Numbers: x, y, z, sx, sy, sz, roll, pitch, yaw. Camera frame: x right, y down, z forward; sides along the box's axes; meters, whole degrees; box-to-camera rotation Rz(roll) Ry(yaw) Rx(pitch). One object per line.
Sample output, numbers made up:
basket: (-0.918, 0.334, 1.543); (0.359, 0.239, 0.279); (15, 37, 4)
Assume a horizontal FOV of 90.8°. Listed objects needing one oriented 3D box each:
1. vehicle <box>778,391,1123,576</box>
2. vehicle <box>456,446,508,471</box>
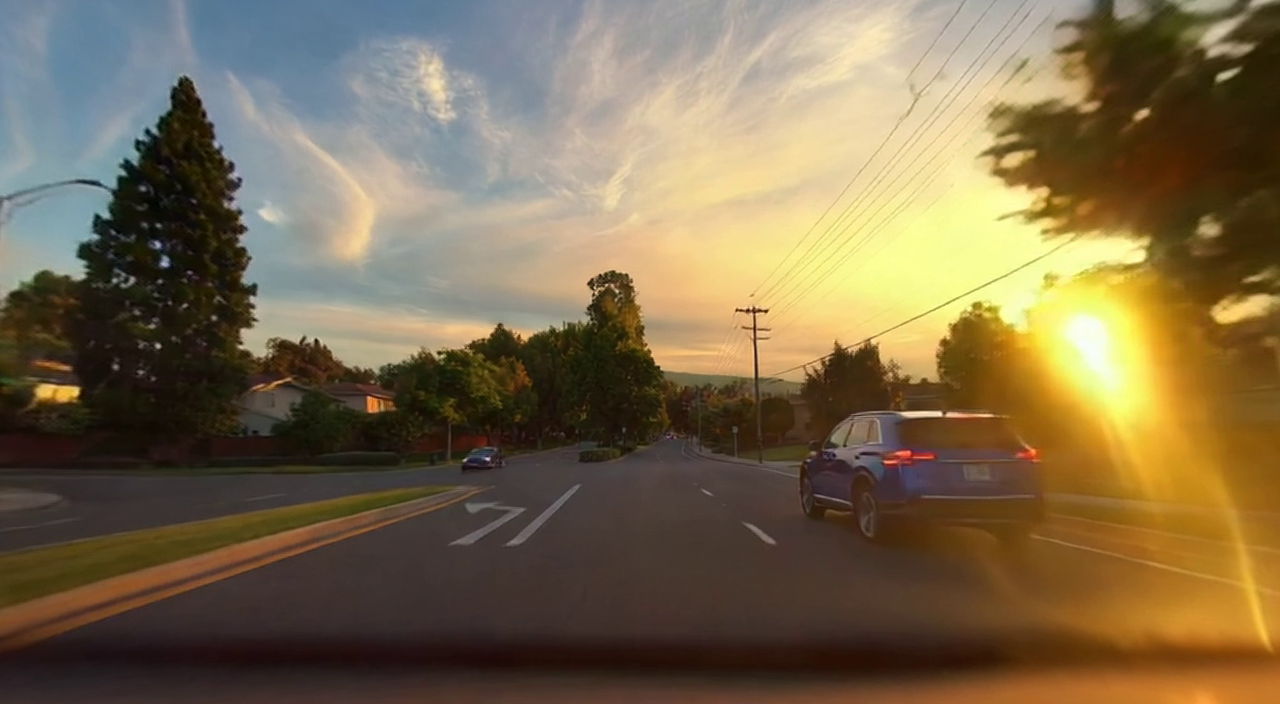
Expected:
vehicle: (3.541, 1.630, 8.575); (2.193, 1.777, 4.772); (0, -9, -1)
vehicle: (-10.053, 6.812, 40.628); (1.990, 1.521, 4.879); (0, -9, 1)
